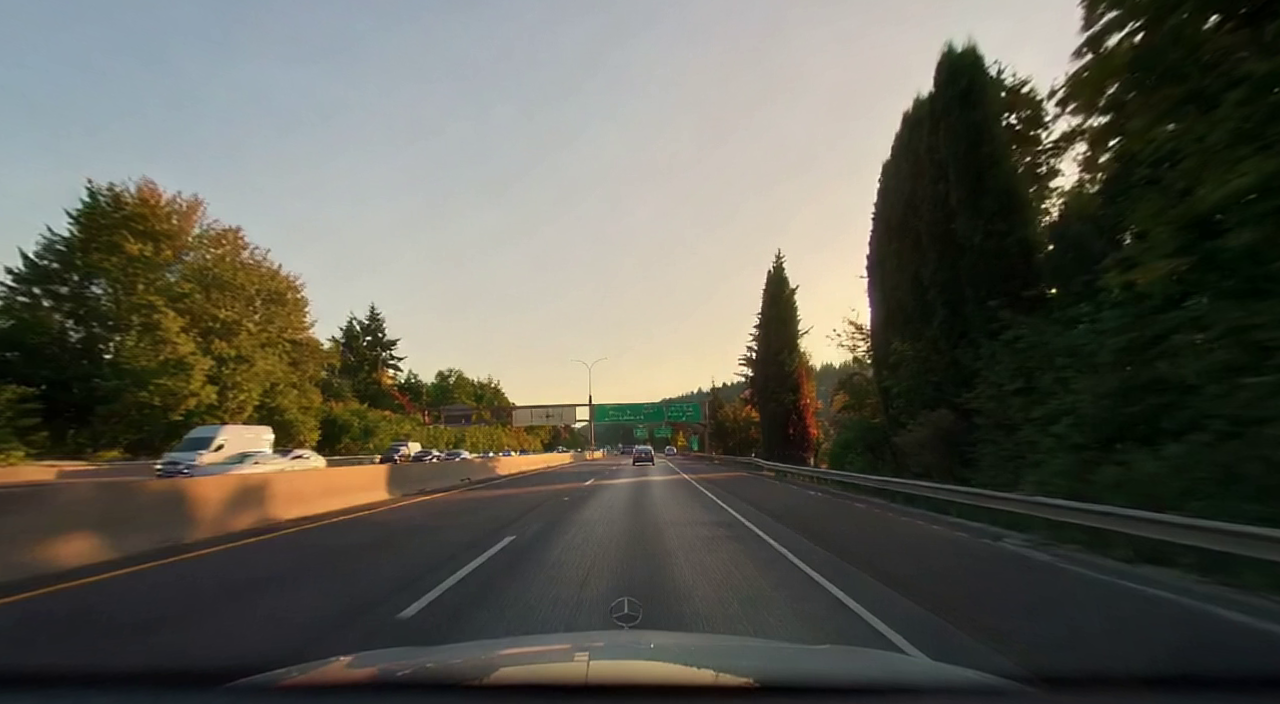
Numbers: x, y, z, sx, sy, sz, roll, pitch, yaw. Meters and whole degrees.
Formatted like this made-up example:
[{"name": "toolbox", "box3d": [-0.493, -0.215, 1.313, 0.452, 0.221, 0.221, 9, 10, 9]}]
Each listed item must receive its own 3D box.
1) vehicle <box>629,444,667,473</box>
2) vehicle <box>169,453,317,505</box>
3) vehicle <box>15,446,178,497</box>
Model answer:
[{"name": "vehicle", "box3d": [0.391, 5.755, 34.095, 1.960, 1.456, 3.818, 0, -9, 0]}, {"name": "vehicle", "box3d": [-12.789, 4.082, 20.705, 1.950, 1.477, 4.403, 0, -9, 1]}, {"name": "vehicle", "box3d": [-20.658, 4.524, 24.321, 2.085, 1.735, 4.687, 0, -9, 0]}]
